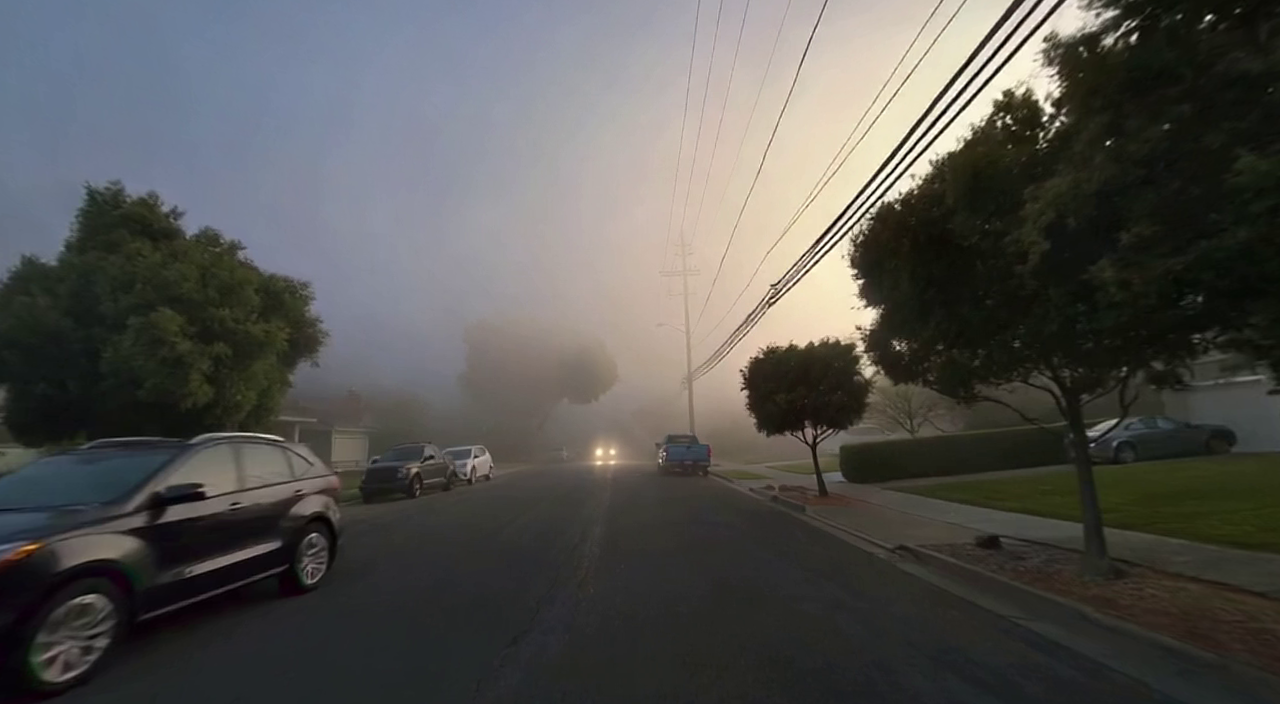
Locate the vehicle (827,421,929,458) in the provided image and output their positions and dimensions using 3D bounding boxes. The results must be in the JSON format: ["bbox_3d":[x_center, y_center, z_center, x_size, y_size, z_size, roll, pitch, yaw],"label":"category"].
[{"bbox_3d":[13.226,4.900,35.364,4.778,1.903,2.205,-1,-8,-3],"label":"vehicle"}]

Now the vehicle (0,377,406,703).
[{"bbox_3d":[-3.863,1.349,5.477,1.977,1.785,4.542,0,-9,-1],"label":"vehicle"}]

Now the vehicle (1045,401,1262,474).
[{"bbox_3d":[15.702,2.642,19.563,4.709,1.785,2.229,-4,-7,-2],"label":"vehicle"}]

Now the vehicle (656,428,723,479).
[{"bbox_3d":[2.067,4.532,28.490,2.437,2.015,6.511,0,-9,-1],"label":"vehicle"}]
